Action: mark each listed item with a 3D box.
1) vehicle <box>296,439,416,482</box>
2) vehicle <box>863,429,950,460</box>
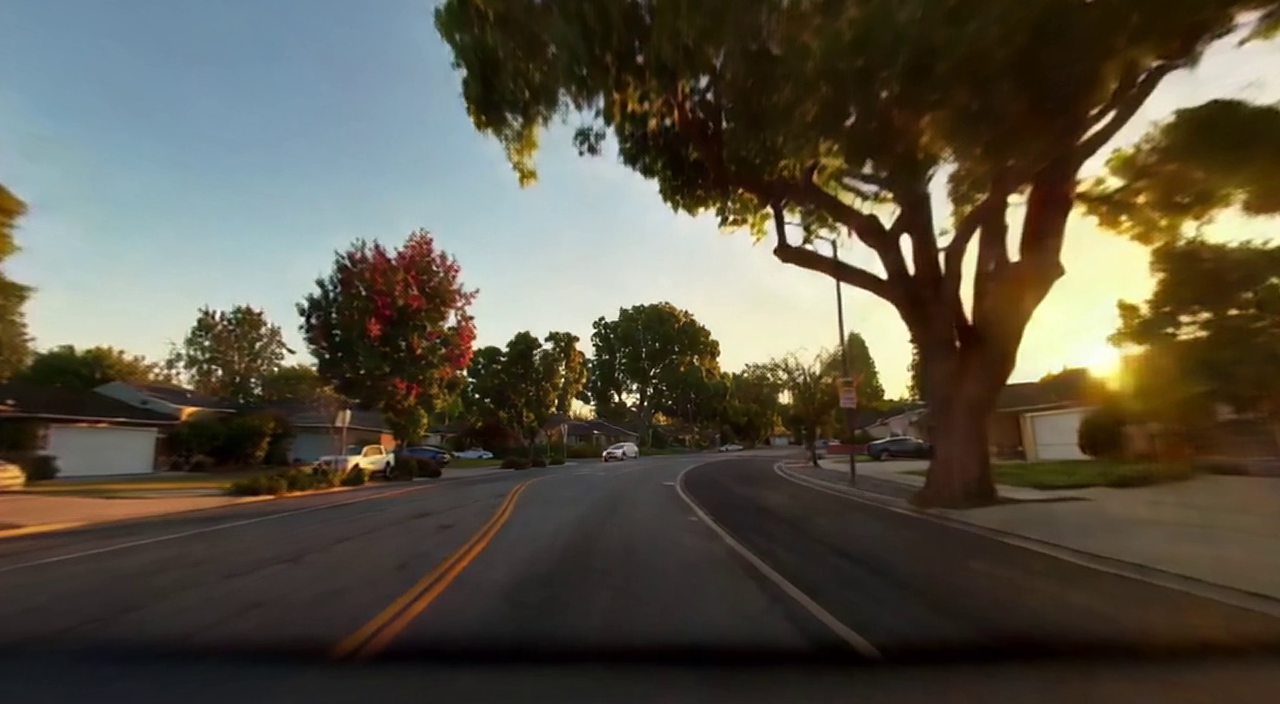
[{"bbox_3d":[-14.359,5.516,32.631,2.418,1.969,6.615,-1,-9,8],"label":"vehicle"},{"bbox_3d":[17.894,6.263,42.648,5.073,1.729,2.161,-6,-10,17],"label":"vehicle"}]
